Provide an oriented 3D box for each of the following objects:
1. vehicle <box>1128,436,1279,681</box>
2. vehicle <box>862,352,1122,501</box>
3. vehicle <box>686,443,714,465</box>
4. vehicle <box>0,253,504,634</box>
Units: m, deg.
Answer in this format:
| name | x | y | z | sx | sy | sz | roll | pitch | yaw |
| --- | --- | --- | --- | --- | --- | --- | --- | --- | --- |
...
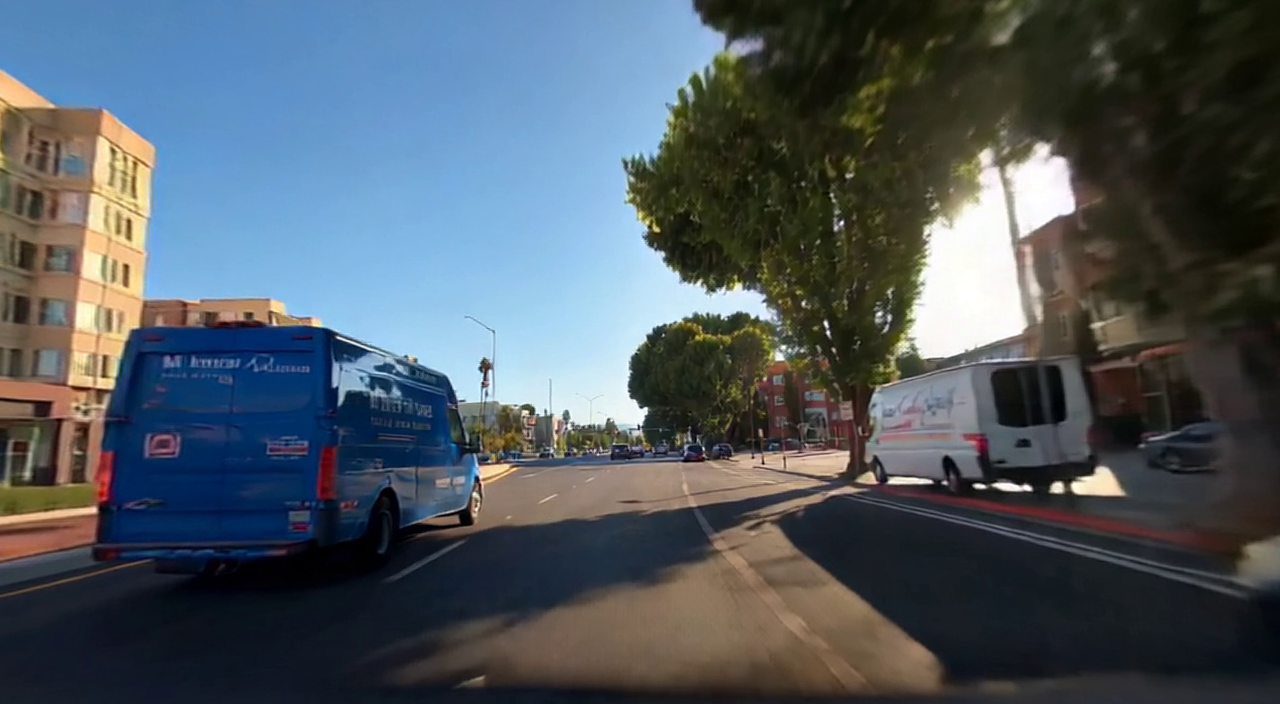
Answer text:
| name | x | y | z | sx | sy | sz | roll | pitch | yaw |
| --- | --- | --- | --- | --- | --- | --- | --- | --- | --- |
| vehicle | 4.856 | 1.011 | 2.323 | 2.127 | 1.439 | 5.034 | 0 | -8 | 0 |
| vehicle | 8.962 | 2.156 | 17.570 | 2.882 | 3.208 | 7.609 | -1 | -8 | 1 |
| vehicle | 4.519 | 7.737 | 48.117 | 1.878 | 1.534 | 4.120 | -1 | -8 | 1 |
| vehicle | -4.100 | 1.208 | 8.743 | 2.763 | 2.974 | 7.562 | 0 | -8 | 0 |
